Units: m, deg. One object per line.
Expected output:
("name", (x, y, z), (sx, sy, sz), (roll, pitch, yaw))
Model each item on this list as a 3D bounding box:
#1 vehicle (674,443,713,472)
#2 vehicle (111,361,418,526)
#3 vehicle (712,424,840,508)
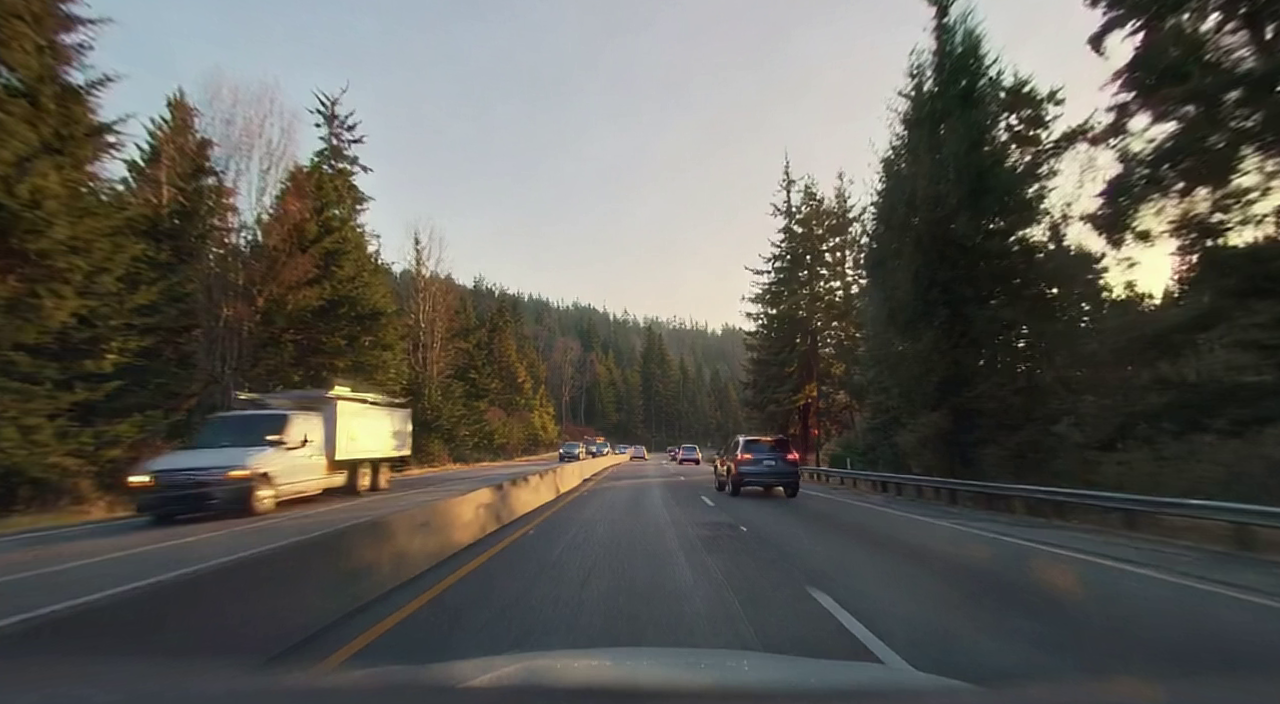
("vehicle", (3.399, 6.797, 40.868), (2.112, 1.708, 4.380), (0, -8, 0))
("vehicle", (-8.627, 2.323, 16.163), (2.794, 3.157, 7.953), (0, -8, 1))
("vehicle", (3.397, 2.970, 16.929), (2.270, 1.897, 4.822), (0, -8, -1))
